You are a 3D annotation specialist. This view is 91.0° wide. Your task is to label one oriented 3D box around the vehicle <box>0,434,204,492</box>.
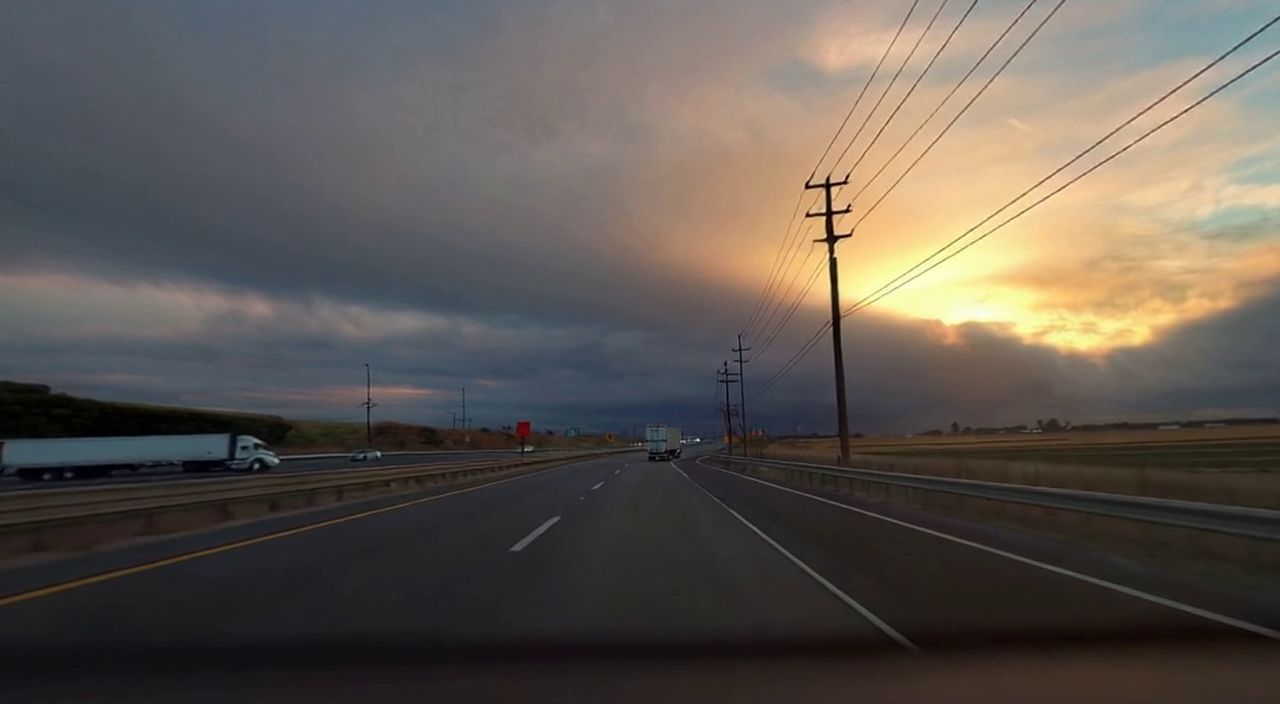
[{"bbox_3d":[-42.424,8.466,48.655,3.082,3.896,14.770,-4,-10,22],"label":"vehicle"}]
